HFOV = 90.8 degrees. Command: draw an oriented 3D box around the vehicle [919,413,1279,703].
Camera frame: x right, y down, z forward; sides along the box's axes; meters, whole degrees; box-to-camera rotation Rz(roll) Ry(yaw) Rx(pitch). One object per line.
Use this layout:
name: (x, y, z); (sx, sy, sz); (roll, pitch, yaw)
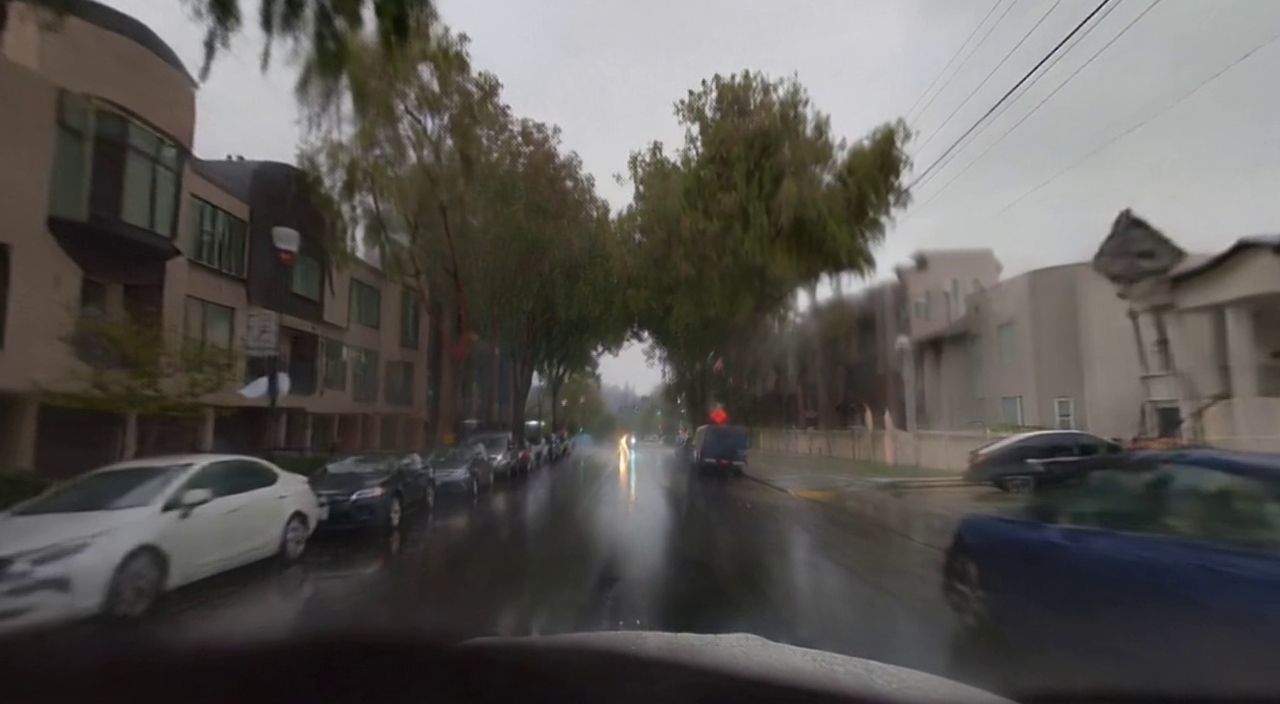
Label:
vehicle: (3.237, 1.072, 2.996); (1.835, 1.490, 4.134); (0, -8, -2)

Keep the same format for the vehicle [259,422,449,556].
vehicle: (-5.269, 2.445, 12.356); (1.824, 1.664, 4.344); (-1, 0, -2)

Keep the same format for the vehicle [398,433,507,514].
vehicle: (-5.146, 3.298, 17.948); (1.837, 1.499, 4.443); (-2, -2, -1)

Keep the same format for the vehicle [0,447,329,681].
vehicle: (-5.110, 1.671, 6.005); (1.890, 1.457, 4.856); (0, -8, -1)

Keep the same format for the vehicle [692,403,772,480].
vehicle: (3.779, 3.524, 25.663); (1.961, 2.656, 3.047); (-2, -1, 35)
